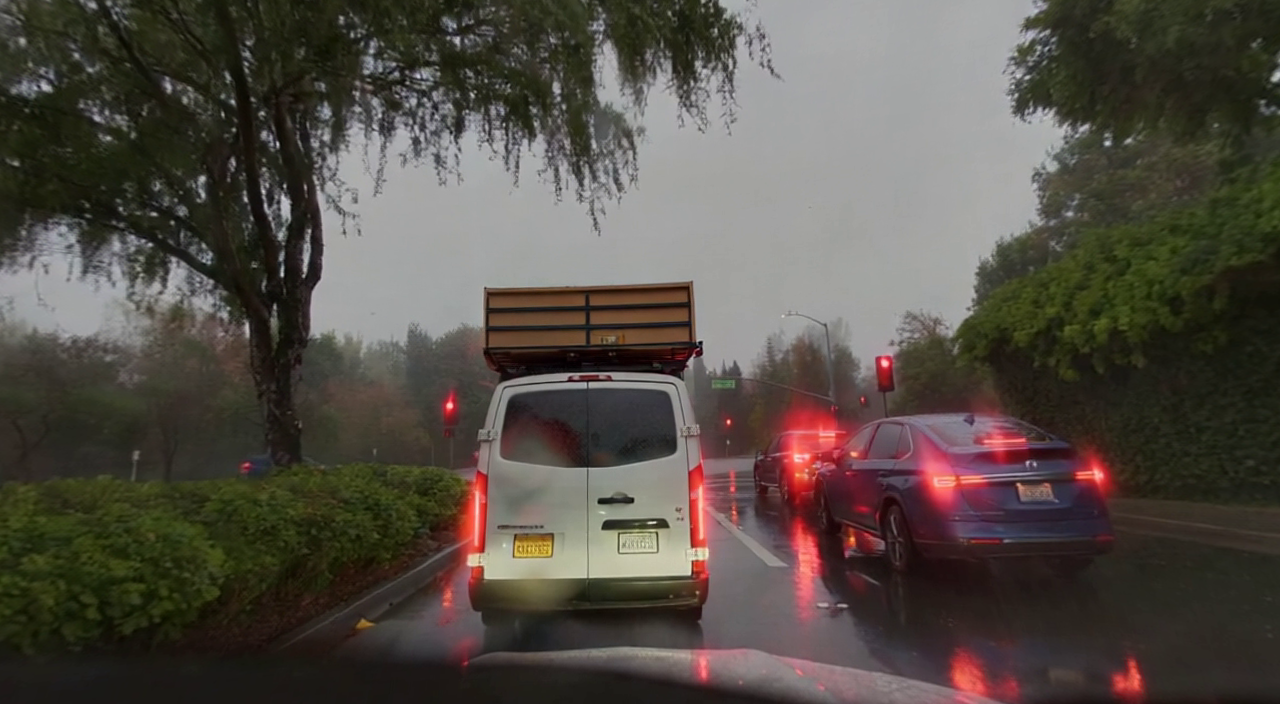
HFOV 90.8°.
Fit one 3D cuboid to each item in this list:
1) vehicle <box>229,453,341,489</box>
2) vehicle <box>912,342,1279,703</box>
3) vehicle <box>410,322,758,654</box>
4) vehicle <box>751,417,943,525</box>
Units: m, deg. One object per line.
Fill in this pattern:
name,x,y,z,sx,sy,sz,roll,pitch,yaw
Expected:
vehicle,-17.413,5.843,31.234,4.501,1.613,1.852,3,-9,-20
vehicle,3.464,0.943,3.410,1.965,1.671,4.146,0,-9,-3
vehicle,-0.357,1.154,6.188,2.145,2.089,4.309,0,-9,0
vehicle,3.687,2.213,12.262,2.024,1.692,4.252,1,-9,-4
